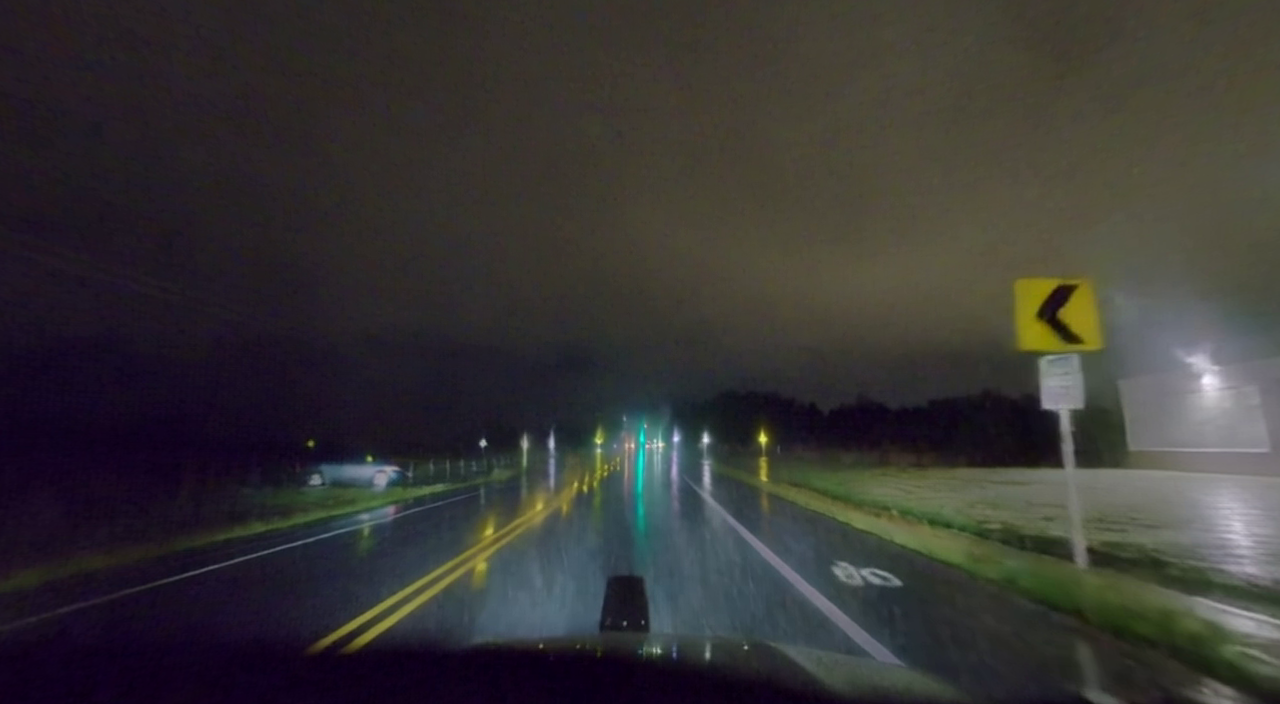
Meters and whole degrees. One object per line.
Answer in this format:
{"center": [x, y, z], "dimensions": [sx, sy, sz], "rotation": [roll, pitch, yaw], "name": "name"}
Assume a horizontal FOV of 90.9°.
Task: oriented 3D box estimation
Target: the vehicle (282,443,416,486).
{"center": [-12.643, 4.915, 27.675], "dimensions": [4.813, 1.763, 2.048], "rotation": [0, -8, -2], "name": "vehicle"}
